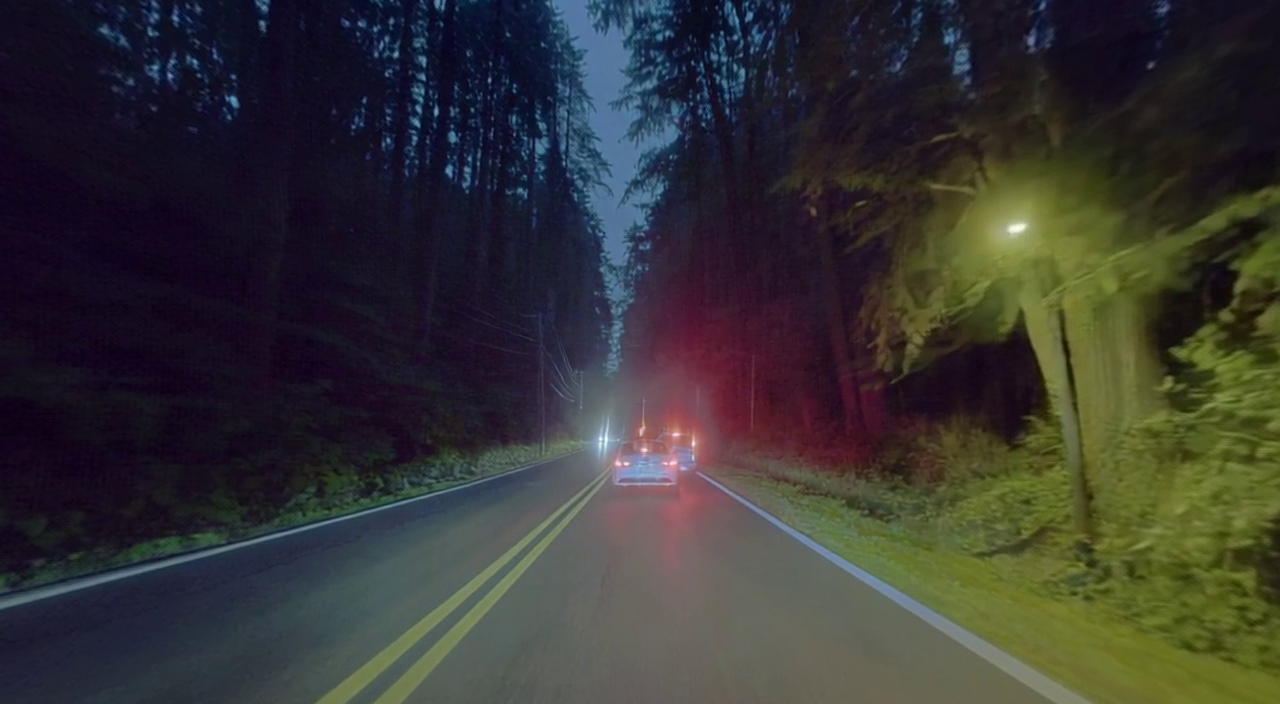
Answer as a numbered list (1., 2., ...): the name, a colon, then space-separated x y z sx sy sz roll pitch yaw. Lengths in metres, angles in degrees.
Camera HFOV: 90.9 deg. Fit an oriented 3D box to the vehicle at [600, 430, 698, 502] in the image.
1. vehicle: 0.169 2.705 15.295 2.081 1.503 3.726 0 -8 -1
